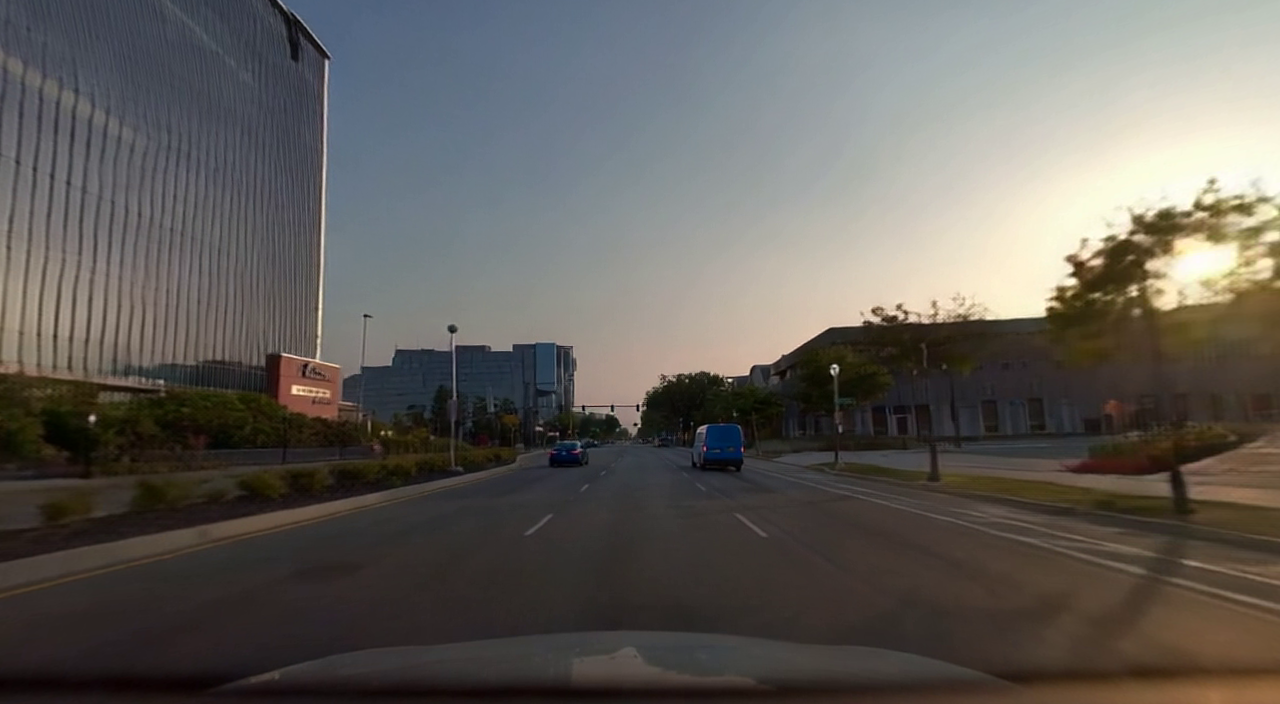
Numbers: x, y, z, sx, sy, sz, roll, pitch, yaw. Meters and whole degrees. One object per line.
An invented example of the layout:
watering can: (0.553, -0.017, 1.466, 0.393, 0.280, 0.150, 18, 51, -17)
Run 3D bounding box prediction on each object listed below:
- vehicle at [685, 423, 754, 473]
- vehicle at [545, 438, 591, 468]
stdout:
vehicle: (3.270, 4.102, 27.022, 2.200, 1.914, 5.145, 0, -8, -1)
vehicle: (-3.705, 5.273, 33.147, 1.864, 1.464, 4.195, 0, -8, 1)
